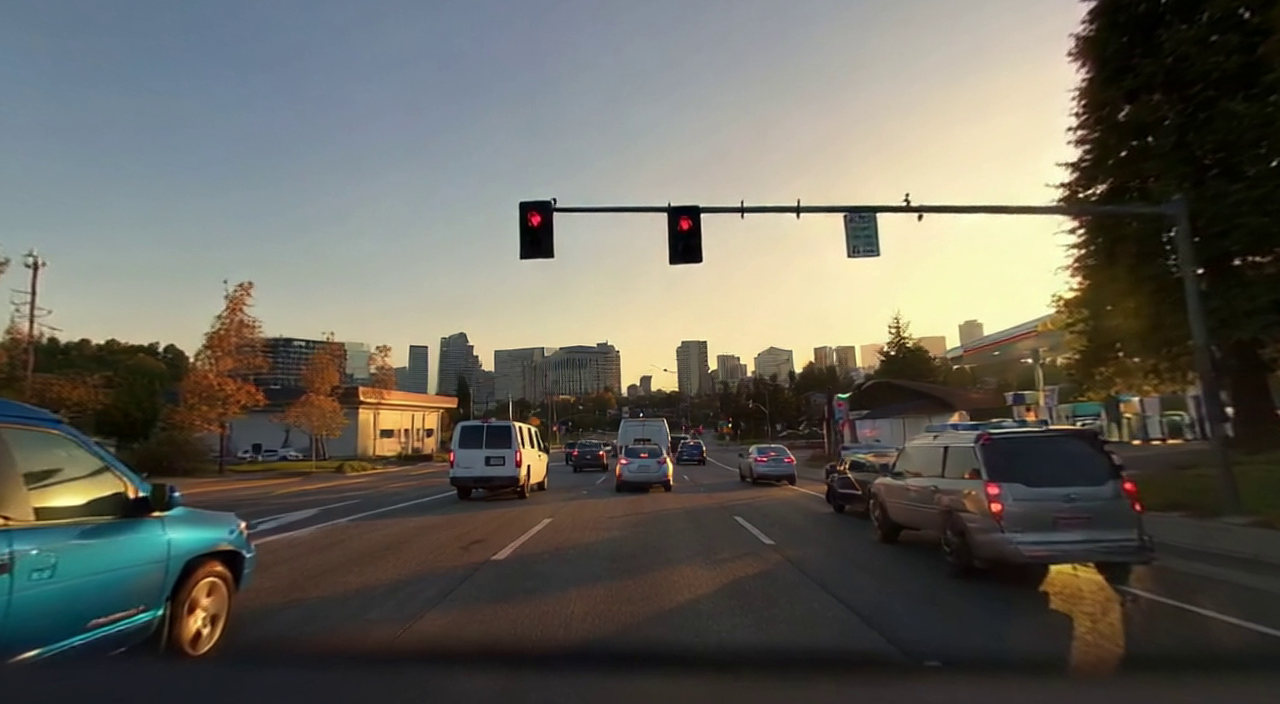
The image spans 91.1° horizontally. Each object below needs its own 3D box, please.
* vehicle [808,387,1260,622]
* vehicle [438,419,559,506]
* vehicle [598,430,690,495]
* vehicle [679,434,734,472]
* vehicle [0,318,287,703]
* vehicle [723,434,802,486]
[{"bbox_3d":[3.673,1.517,7.284,2.055,1.786,4.817,0,-8,-1],"label":"vehicle"},{"bbox_3d":[-3.509,2.863,16.694,2.025,1.936,4.995,0,-8,0],"label":"vehicle"},{"bbox_3d":[0.073,3.338,19.444,2.426,1.703,5.602,0,-8,-1],"label":"vehicle"},{"bbox_3d":[3.294,5.111,31.983,2.193,1.795,5.130,0,-8,0],"label":"vehicle"},{"bbox_3d":[-3.489,0.638,1.666,2.002,1.747,5.173,0,-8,1],"label":"vehicle"},{"bbox_3d":[4.385,3.920,23.179,2.119,1.696,4.623,0,-8,2],"label":"vehicle"}]
